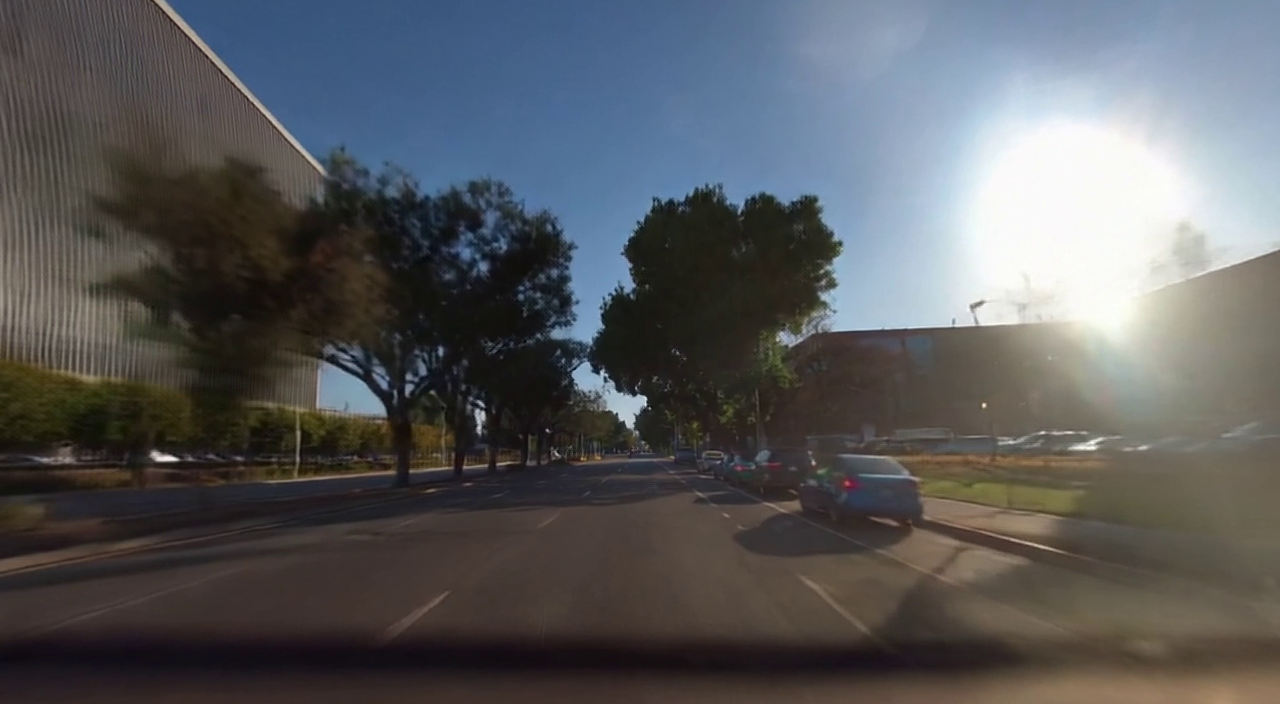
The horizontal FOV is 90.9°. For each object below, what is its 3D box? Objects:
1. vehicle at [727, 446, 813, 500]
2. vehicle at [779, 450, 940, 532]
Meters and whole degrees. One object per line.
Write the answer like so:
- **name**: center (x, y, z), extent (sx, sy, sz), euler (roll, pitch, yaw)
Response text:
- **vehicle**: center (4.156, 3.923, 20.946), extent (1.974, 1.534, 4.610), euler (0, -9, 2)
- **vehicle**: center (4.362, 2.794, 13.310), extent (1.872, 1.420, 4.201), euler (0, -9, 0)
